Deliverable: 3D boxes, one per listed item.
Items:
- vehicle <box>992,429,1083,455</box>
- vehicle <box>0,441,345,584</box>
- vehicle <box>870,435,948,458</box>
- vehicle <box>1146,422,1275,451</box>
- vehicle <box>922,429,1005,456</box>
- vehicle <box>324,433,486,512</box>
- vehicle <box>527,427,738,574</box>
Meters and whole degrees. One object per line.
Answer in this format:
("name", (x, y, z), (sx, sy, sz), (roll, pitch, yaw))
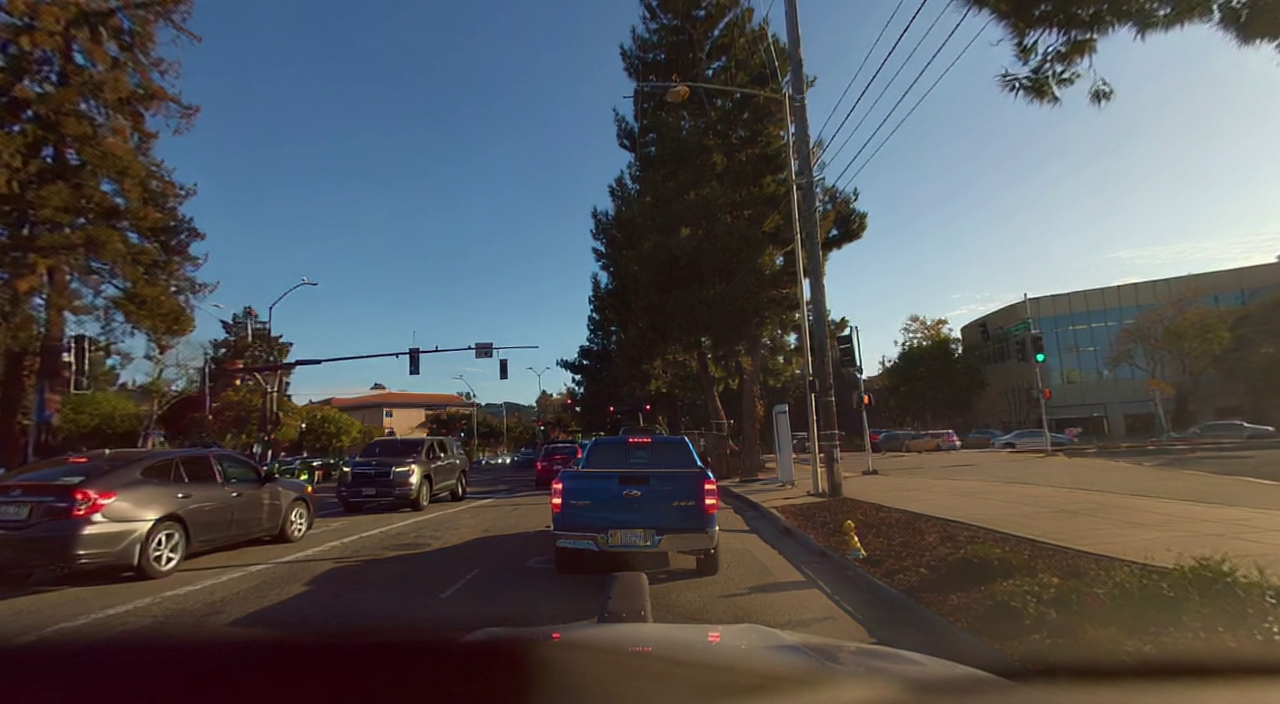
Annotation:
("vehicle", (23.792, 5.437, 37.748), (4.454, 1.440, 1.816), (-5, -10, 30))
("vehicle", (-6.342, 2.068, 9.024), (1.948, 1.530, 4.283), (0, -9, 3))
("vehicle", (17.575, 6.193, 41.094), (4.441, 1.452, 1.798), (-5, -10, 30))
("vehicle", (30.527, 4.591, 33.804), (4.739, 1.472, 1.804), (-5, -10, 29))
("vehicle", (21.968, 6.188, 42.711), (4.814, 1.700, 1.895), (-5, -10, 30))
("vehicle", (-6.164, 3.227, 17.383), (2.230, 1.811, 5.183), (-1, -9, 3))
("vehicle", (-0.051, 1.862, 8.673), (2.182, 1.501, 4.150), (0, -9, 1))
